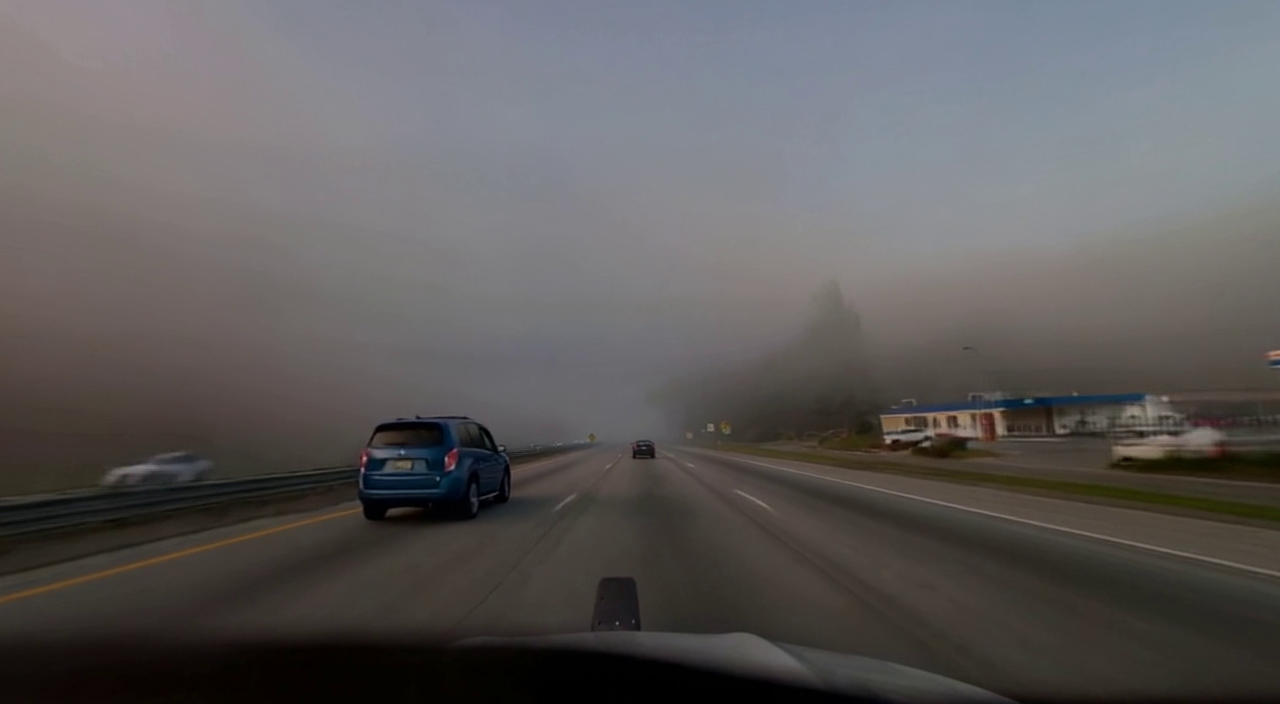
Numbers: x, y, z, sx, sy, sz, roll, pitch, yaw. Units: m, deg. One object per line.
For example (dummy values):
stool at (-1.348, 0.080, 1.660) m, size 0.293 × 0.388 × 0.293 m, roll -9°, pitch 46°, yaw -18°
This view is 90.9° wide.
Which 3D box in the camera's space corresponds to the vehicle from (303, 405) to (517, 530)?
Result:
vehicle at (-3.660, 1.907, 11.090) m, size 2.061 × 1.732 × 4.457 m, roll 0°, pitch -8°, yaw 0°

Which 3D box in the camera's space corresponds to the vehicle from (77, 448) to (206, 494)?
vehicle at (-19.561, 4.631, 24.972) m, size 1.768 × 1.587 × 4.096 m, roll 0°, pitch -7°, yaw -1°

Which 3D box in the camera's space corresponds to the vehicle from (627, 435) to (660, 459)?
vehicle at (0.194, 6.538, 43.780) m, size 2.151 × 1.550 × 4.694 m, roll 0°, pitch -8°, yaw -1°
